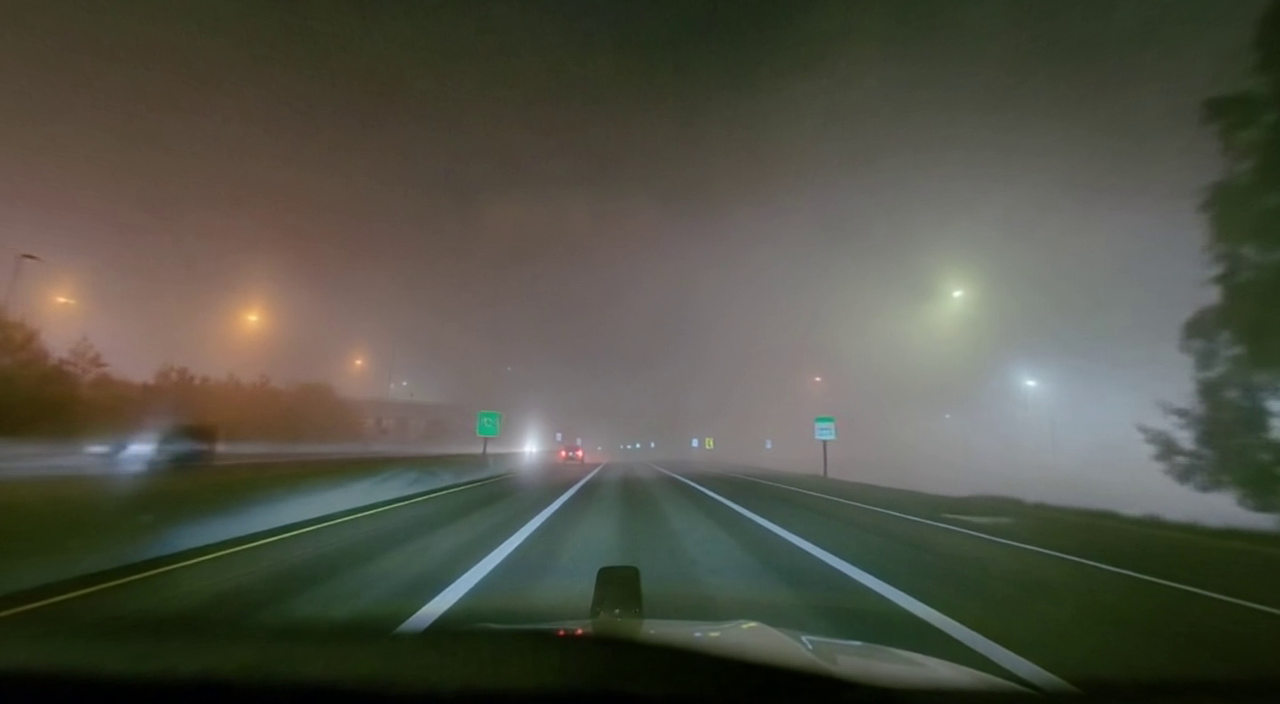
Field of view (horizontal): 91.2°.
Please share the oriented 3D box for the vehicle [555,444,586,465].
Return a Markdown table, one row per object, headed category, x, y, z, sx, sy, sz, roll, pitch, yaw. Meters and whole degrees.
| category | x | y | z | sx | sy | sz | roll | pitch | yaw |
| --- | --- | --- | --- | --- | --- | --- | --- | --- | --- |
| vehicle | -5.328 | 7.931 | 48.426 | 2.008 | 1.521 | 4.129 | 0 | -9 | -1 |
